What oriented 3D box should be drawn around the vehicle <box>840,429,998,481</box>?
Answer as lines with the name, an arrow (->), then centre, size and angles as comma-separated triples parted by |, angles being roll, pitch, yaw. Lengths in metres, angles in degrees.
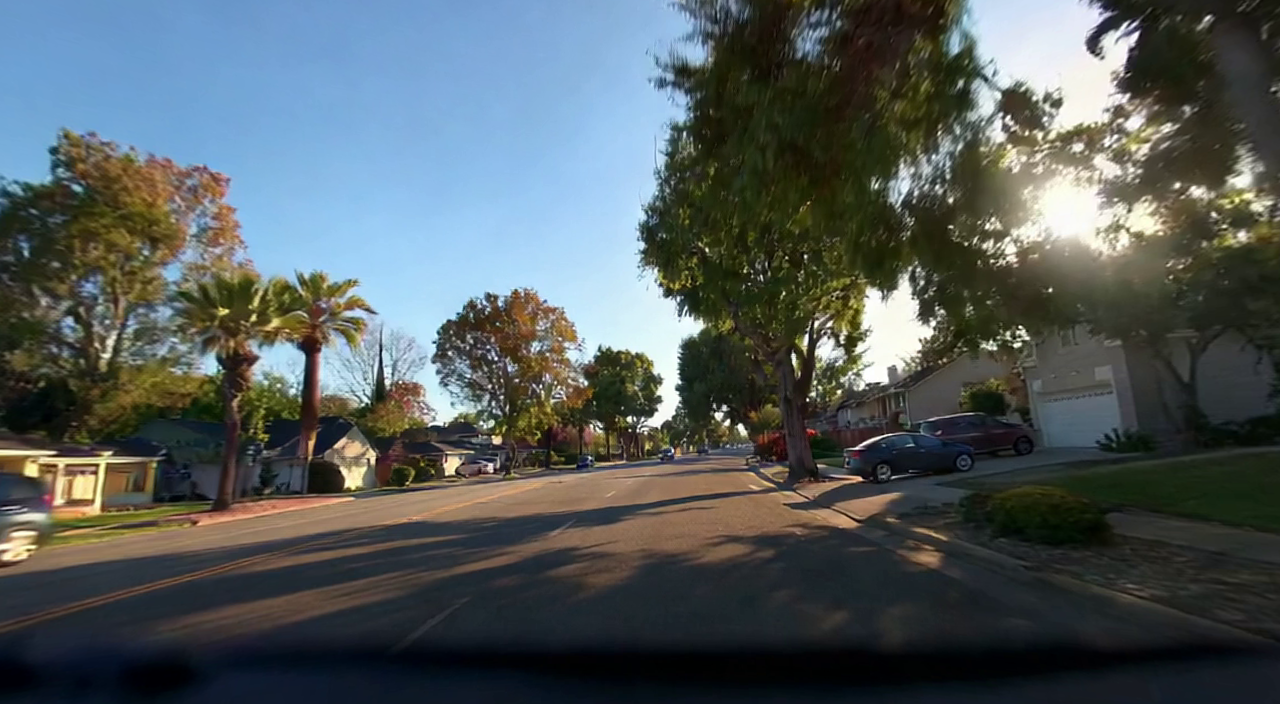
vehicle -> 9.735, 3.633, 22.367 | 4.646, 1.687, 1.975 | -1, -8, 2
